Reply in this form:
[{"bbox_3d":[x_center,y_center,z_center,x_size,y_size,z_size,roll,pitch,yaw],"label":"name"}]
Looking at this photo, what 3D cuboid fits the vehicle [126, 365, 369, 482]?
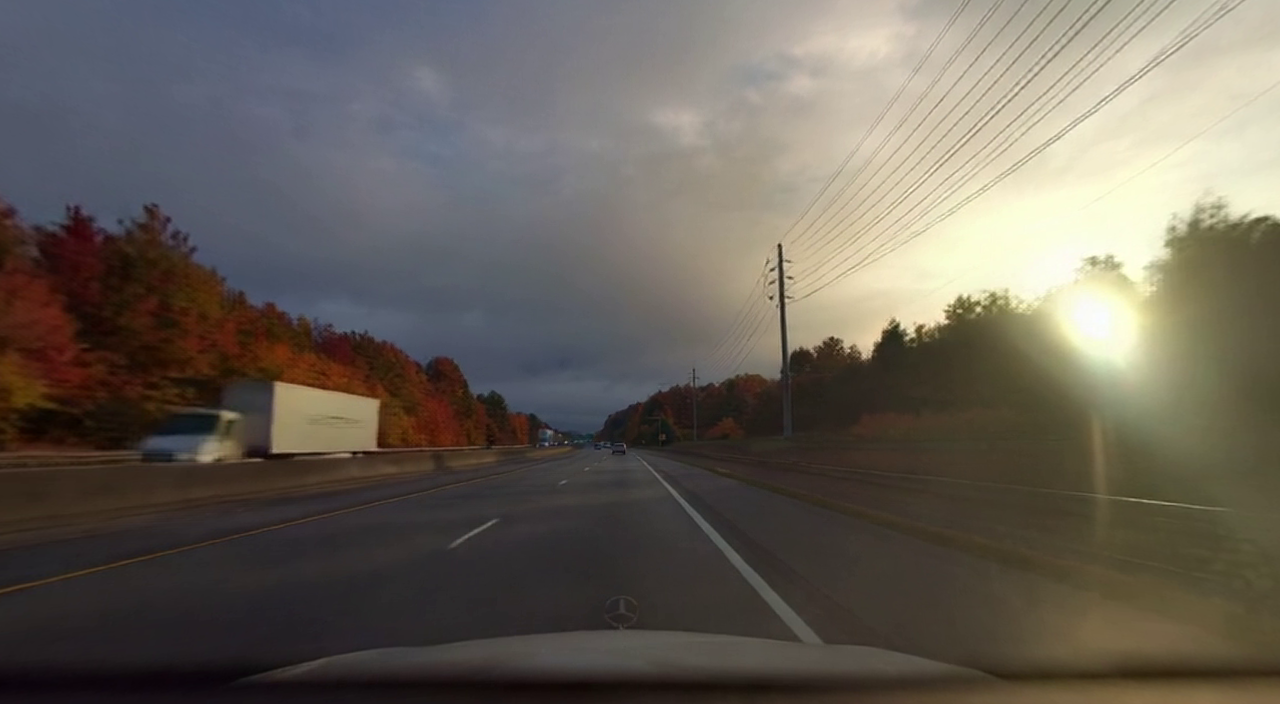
[{"bbox_3d":[-15.866,3.314,27.241,3.006,3.924,11.966,0,-9,-1],"label":"vehicle"}]
